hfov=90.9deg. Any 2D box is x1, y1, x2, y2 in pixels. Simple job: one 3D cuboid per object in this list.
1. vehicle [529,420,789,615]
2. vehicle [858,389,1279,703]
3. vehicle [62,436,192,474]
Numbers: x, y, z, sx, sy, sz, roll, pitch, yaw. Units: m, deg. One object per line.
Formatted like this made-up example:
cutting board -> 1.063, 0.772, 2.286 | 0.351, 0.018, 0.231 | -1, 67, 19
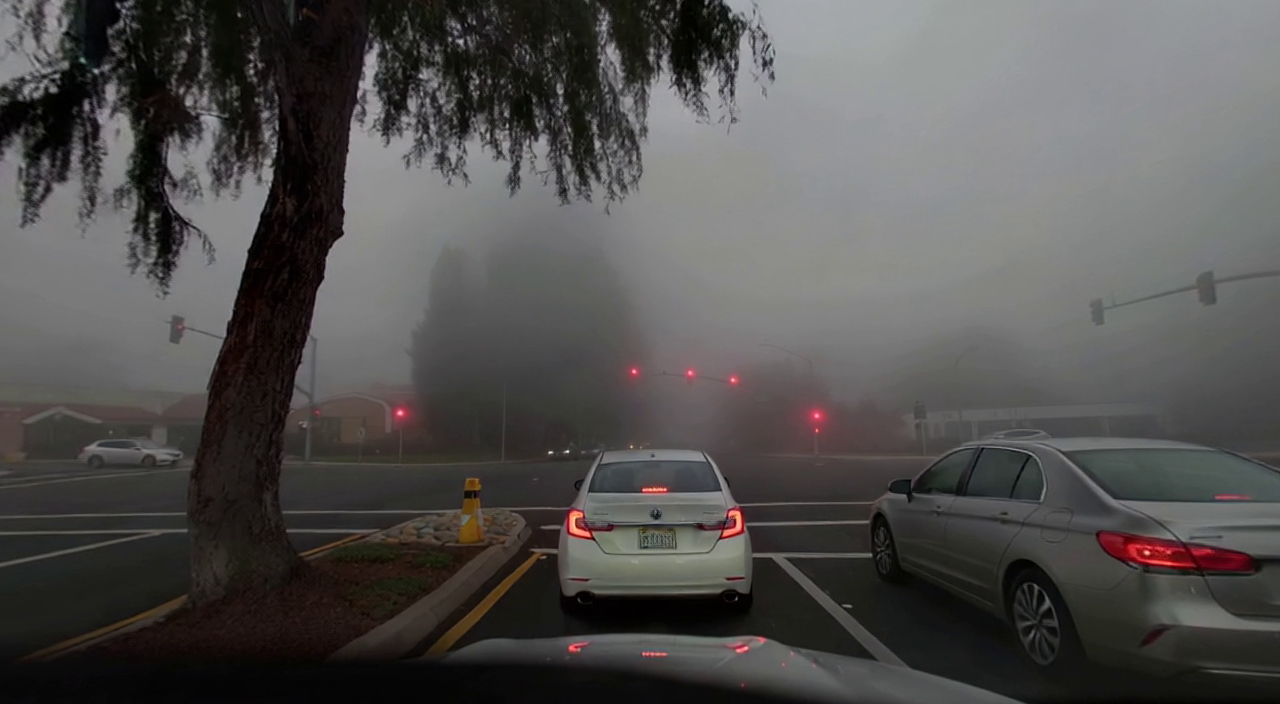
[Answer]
vehicle -> 0.103, 1.566, 6.878 | 2.017, 1.485, 3.813 | 0, -8, -1
vehicle -> 3.176, 1.125, 3.895 | 1.931, 1.493, 4.555 | 0, -8, -1
vehicle -> -24.287, 4.874, 29.995 | 4.450, 1.684, 1.894 | 0, -8, 0
